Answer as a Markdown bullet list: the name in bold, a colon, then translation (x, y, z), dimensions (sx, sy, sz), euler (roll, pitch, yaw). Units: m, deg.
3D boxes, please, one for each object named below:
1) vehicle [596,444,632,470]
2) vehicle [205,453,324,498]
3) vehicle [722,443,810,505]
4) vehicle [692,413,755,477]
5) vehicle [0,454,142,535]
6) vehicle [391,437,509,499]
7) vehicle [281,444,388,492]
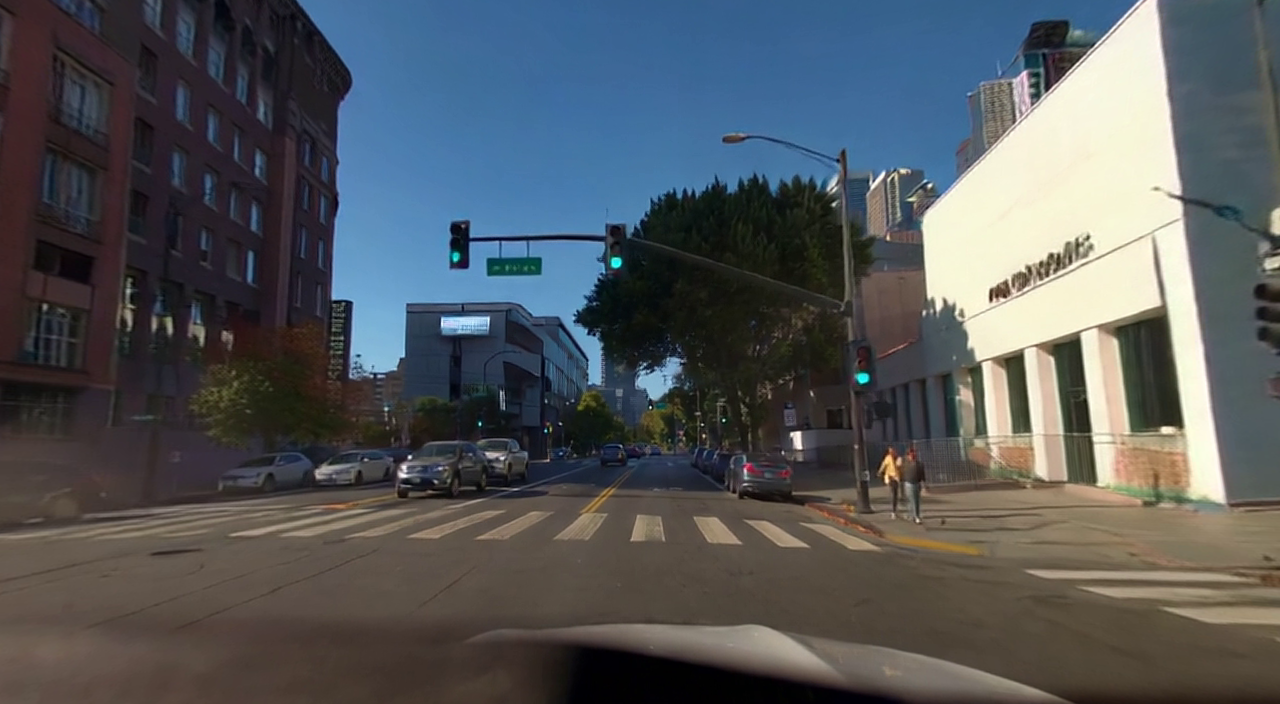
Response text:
- **vehicle**: translation (-1.600, 6.605, 39.784), dimensions (1.973, 1.496, 3.713), euler (-1, -8, 2)
- **vehicle**: translation (-14.364, 4.708, 24.435), dimensions (2.012, 1.476, 4.284), euler (0, -8, -1)
- **vehicle**: translation (3.902, 3.821, 20.220), dimensions (1.924, 1.765, 3.954), euler (0, -8, 0)
- **vehicle**: translation (4.850, 5.636, 38.269), dimensions (2.989, 3.455, 7.975), euler (-1, -8, 2)
- **vehicle**: translation (-12.742, 2.730, 12.147), dimensions (1.934, 1.434, 4.636), euler (-2, -9, 13)
- **vehicle**: translation (-5.335, 3.303, 18.370), dimensions (1.942, 1.559, 4.298), euler (-1, -8, 2)
- **vehicle**: translation (-11.430, 4.342, 23.916), dimensions (1.933, 1.628, 3.973), euler (-1, -8, 2)
